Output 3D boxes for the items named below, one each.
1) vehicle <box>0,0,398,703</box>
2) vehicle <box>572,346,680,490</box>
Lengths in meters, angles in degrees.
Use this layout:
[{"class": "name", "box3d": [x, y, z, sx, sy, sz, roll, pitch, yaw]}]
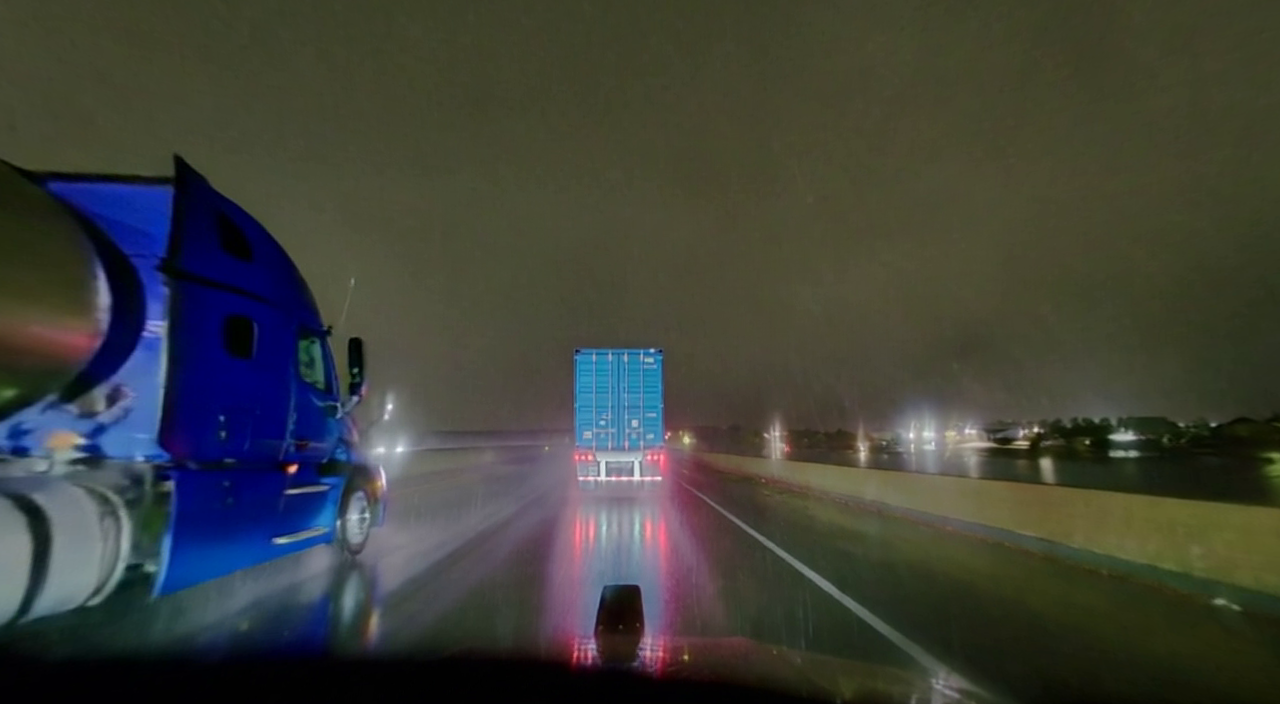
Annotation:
[{"class": "vehicle", "box3d": [-4.064, 0.002, 3.011, 3.418, 3.652, 5.690, 0, -9, 0]}, {"class": "vehicle", "box3d": [-0.389, 2.647, 23.093, 2.942, 4.003, 11.297, 0, -9, 0]}]
